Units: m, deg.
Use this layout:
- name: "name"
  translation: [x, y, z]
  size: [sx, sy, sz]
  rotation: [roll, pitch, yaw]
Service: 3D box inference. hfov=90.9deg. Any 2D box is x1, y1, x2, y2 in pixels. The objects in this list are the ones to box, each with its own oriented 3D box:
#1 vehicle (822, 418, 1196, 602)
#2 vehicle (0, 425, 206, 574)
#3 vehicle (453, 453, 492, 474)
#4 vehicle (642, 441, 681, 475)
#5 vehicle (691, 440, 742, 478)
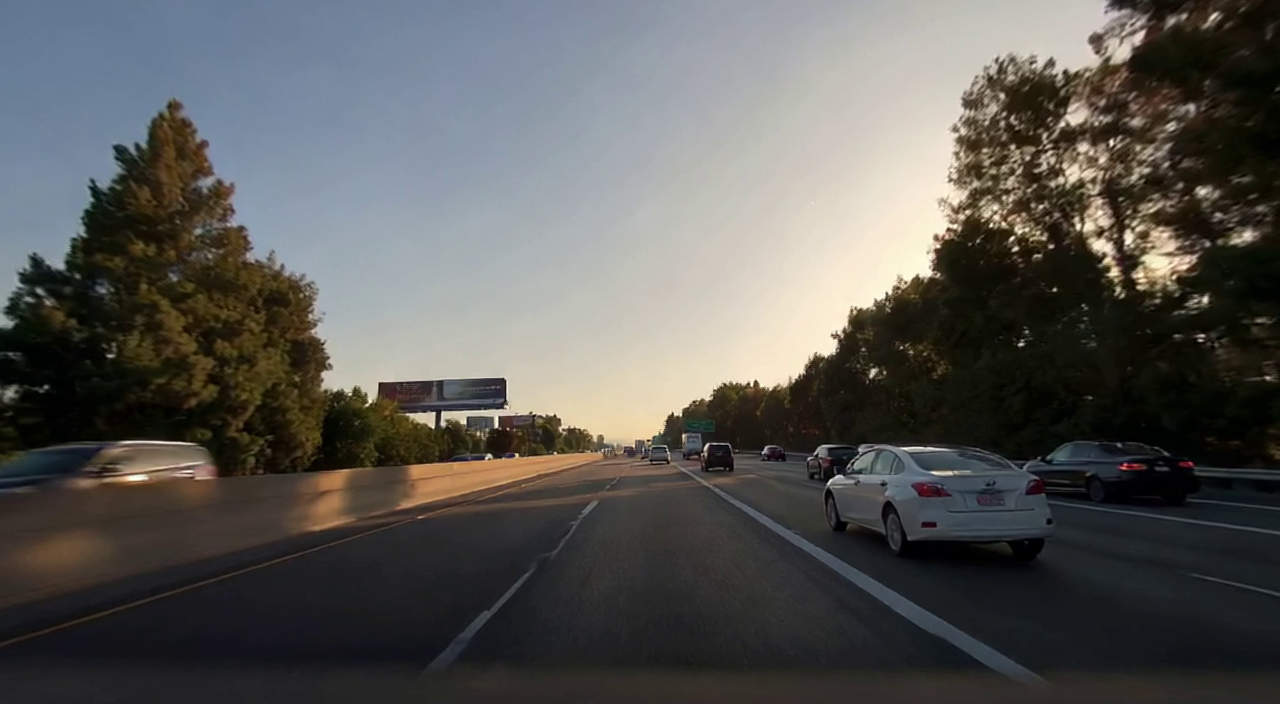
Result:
- name: "vehicle"
  translation: [3.930, 1.728, 7.867]
  size: [1.989, 1.609, 4.355]
  rotation: [0, -8, 0]
- name: "vehicle"
  translation: [-9.918, 2.270, 10.266]
  size: [2.277, 2.018, 4.739]
  rotation: [-1, -8, 0]
- name: "vehicle"
  translation: [-13.145, 8.763, 49.783]
  size: [1.843, 1.461, 4.292]
  rotation: [-1, -8, 1]
- name: "vehicle"
  translation: [1.181, 6.080, 36.444]
  size: [2.145, 1.832, 4.004]
  rotation: [0, -8, 0]
- name: "vehicle"
  translation: [3.972, 5.607, 33.513]
  size: [2.075, 1.845, 4.667]
  rotation: [0, -8, -1]
